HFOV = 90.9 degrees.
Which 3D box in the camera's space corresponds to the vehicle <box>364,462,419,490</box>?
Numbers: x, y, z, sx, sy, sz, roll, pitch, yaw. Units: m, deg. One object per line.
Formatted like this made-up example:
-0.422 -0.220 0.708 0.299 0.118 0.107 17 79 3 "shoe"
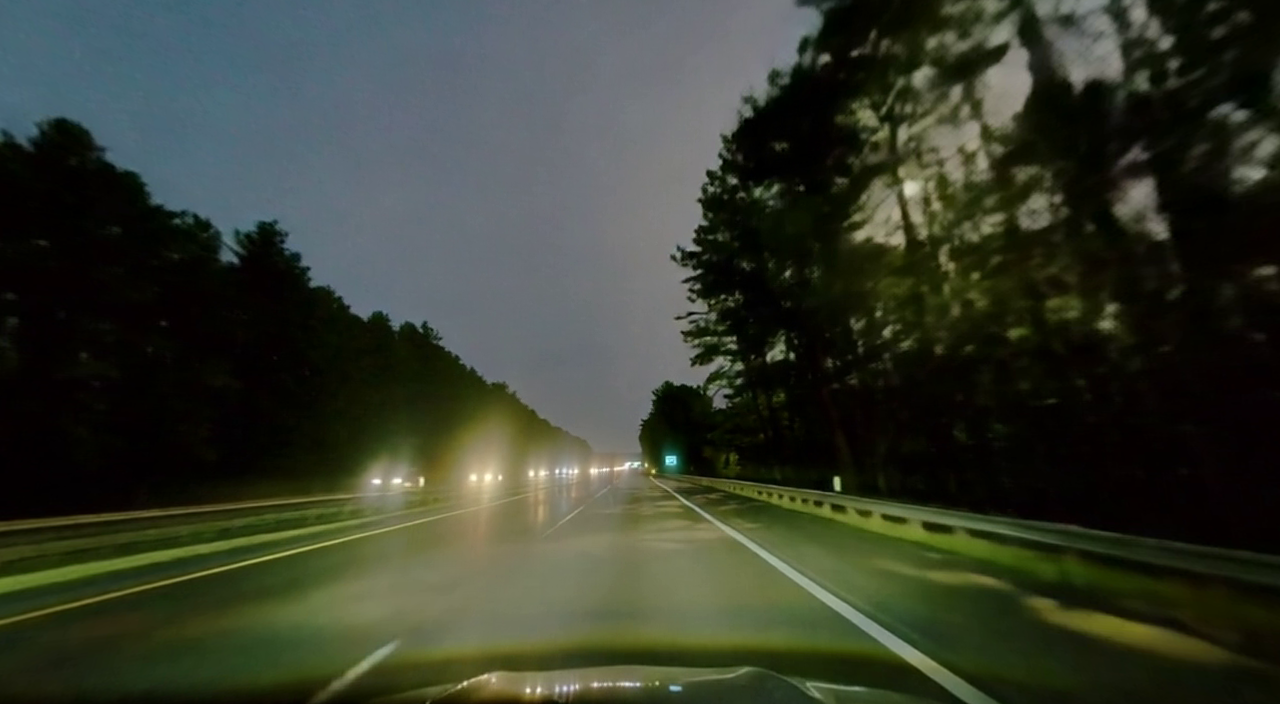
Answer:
-17.195 8.595 43.884 1.967 1.798 4.485 1 -11 -1 "vehicle"
